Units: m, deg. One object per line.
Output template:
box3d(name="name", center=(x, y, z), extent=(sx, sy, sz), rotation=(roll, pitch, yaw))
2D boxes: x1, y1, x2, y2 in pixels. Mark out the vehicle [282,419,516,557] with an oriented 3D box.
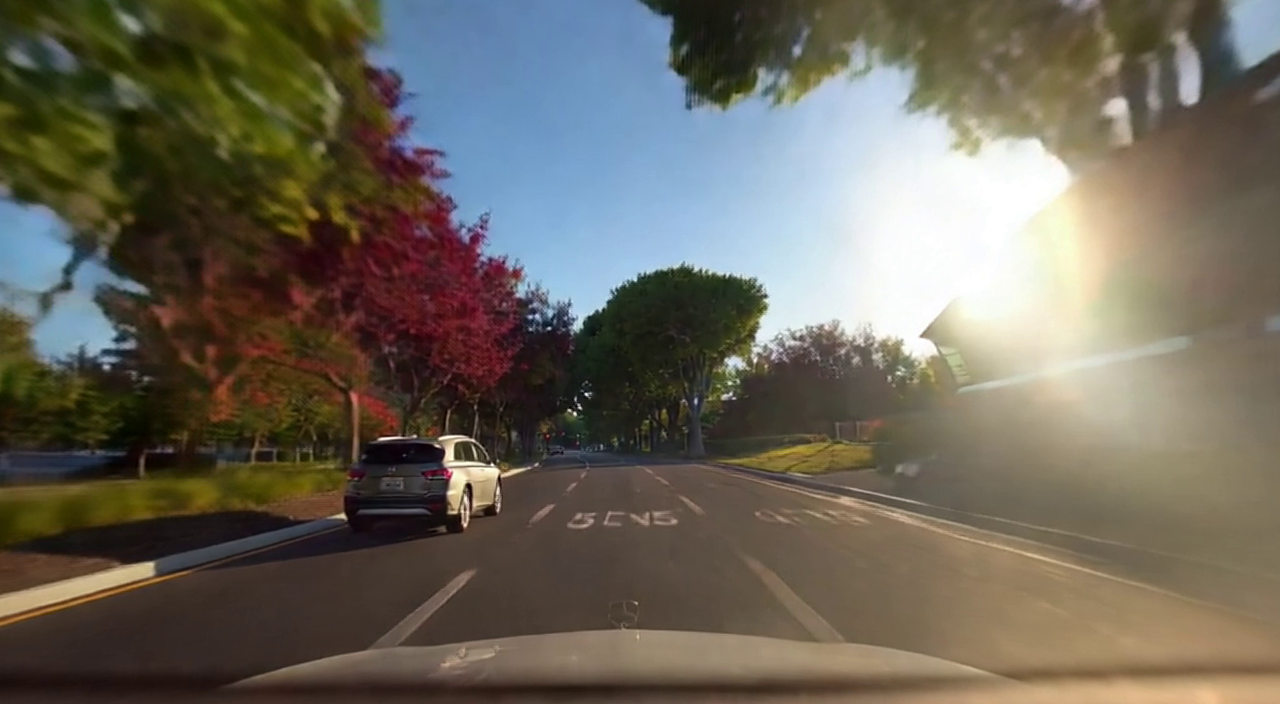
box3d(name="vehicle", center=(-3.438, 2.021, 10.187), extent=(2.067, 1.700, 4.561), rotation=(0, -8, -1))
